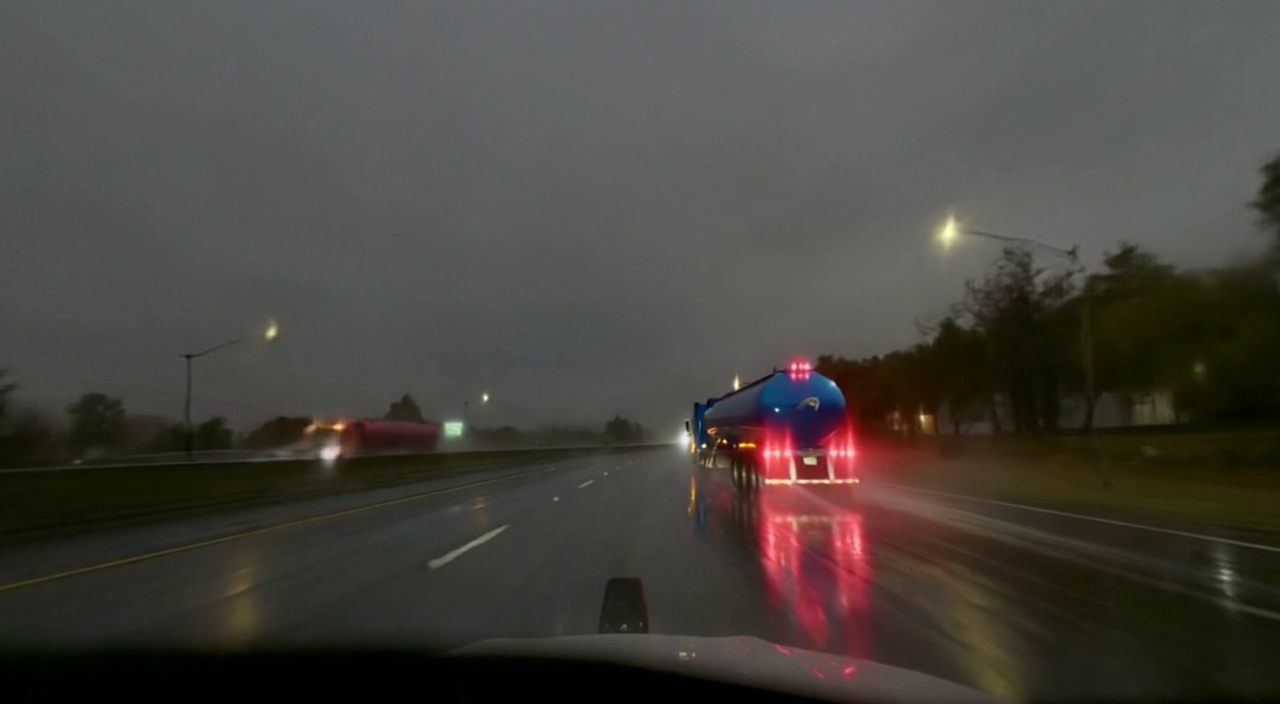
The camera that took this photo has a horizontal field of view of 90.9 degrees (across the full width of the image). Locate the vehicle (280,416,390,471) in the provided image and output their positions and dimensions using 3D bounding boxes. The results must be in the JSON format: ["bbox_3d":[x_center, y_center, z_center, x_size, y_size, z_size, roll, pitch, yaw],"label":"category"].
[{"bbox_3d":[-23.476,7.194,49.501,2.850,3.875,10.156,-1,-8,4],"label":"vehicle"}]

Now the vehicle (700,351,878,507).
[{"bbox_3d":[4.133,2.834,21.864,2.880,3.624,14.397,0,-8,1],"label":"vehicle"}]

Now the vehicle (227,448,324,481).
[{"bbox_3d":[-20.240,6.236,35.315,2.036,1.631,5.277,-1,-8,3],"label":"vehicle"}]
